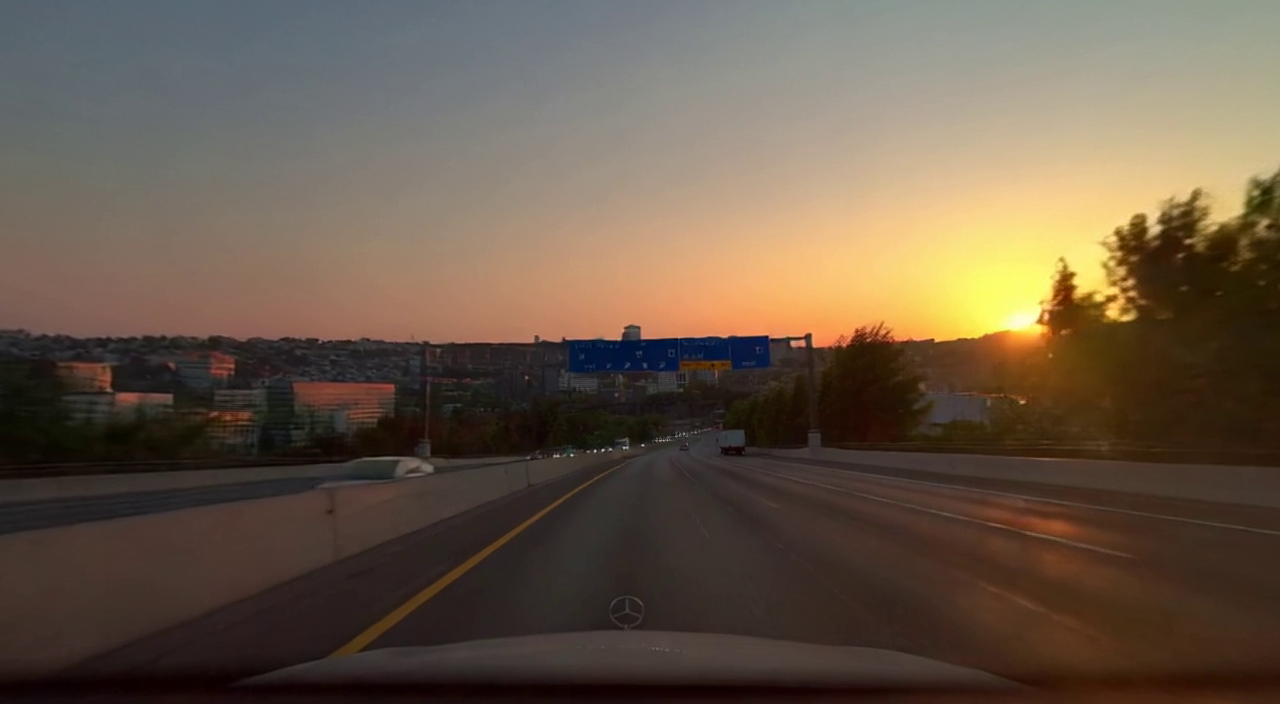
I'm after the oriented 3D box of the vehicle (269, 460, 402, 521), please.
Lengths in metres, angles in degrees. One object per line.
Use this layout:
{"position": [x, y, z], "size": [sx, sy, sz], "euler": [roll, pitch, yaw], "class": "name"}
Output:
{"position": [-8.960, 4.060, 18.920], "size": [1.847, 1.504, 4.231], "euler": [0, -9, 0], "class": "vehicle"}
